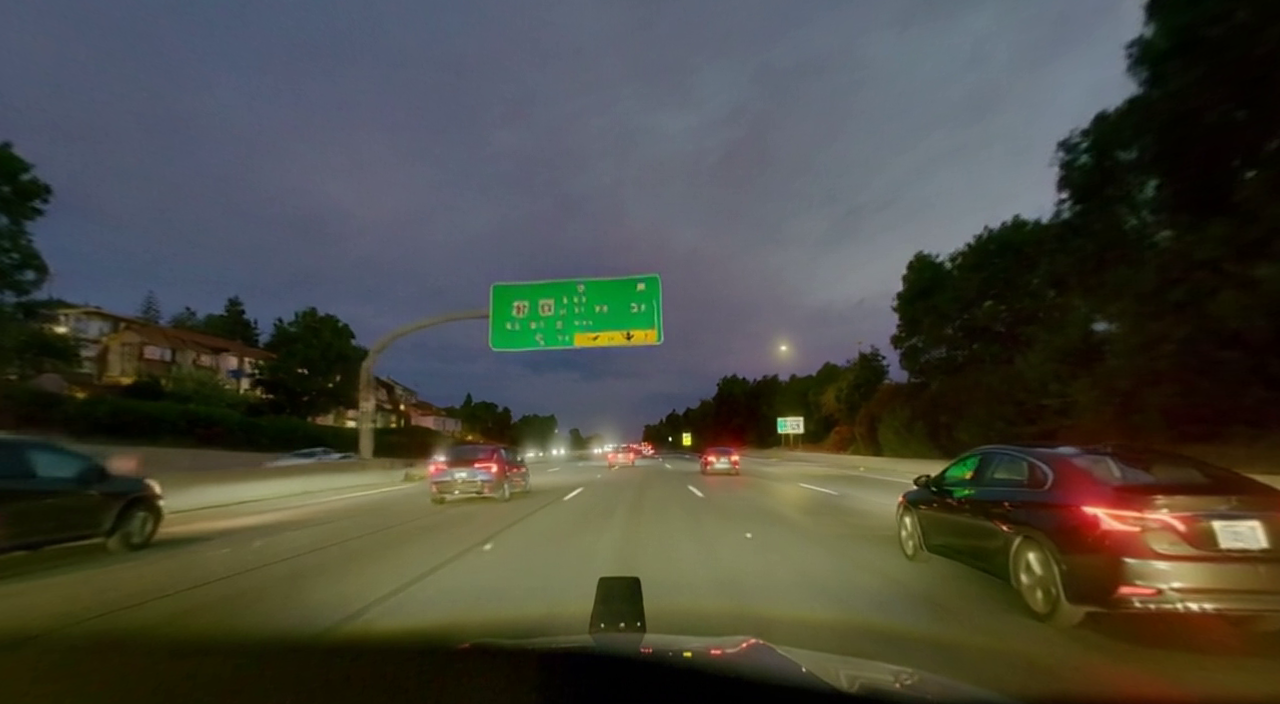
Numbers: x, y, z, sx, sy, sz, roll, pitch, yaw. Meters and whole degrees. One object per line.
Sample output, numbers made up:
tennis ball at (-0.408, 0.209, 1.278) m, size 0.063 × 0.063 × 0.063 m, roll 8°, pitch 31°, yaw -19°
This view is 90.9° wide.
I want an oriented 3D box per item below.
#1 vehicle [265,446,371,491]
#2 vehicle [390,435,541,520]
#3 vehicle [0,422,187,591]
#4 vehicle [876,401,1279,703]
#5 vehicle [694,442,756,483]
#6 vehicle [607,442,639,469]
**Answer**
vehicle at (-12.543, 4.515, 24.914) m, size 1.874 × 1.593 × 4.281 m, roll 0°, pitch -8°, yaw 1°
vehicle at (-3.653, 2.707, 14.178) m, size 2.136 × 1.571 × 4.285 m, roll 0°, pitch -8°, yaw 1°
vehicle at (-7.445, 1.604, 6.654) m, size 2.057 × 1.681 × 4.277 m, roll 0°, pitch -8°, yaw 1°
vehicle at (3.605, 1.275, 4.829) m, size 1.912 × 1.509 × 4.291 m, roll 0°, pitch -8°, yaw 0°
vehicle at (3.263, 4.304, 24.874) m, size 1.854 × 1.438 × 3.954 m, roll 0°, pitch -8°, yaw -1°
vehicle at (-1.188, 7.208, 44.212) m, size 2.183 × 1.764 × 4.134 m, roll 0°, pitch -8°, yaw -1°
